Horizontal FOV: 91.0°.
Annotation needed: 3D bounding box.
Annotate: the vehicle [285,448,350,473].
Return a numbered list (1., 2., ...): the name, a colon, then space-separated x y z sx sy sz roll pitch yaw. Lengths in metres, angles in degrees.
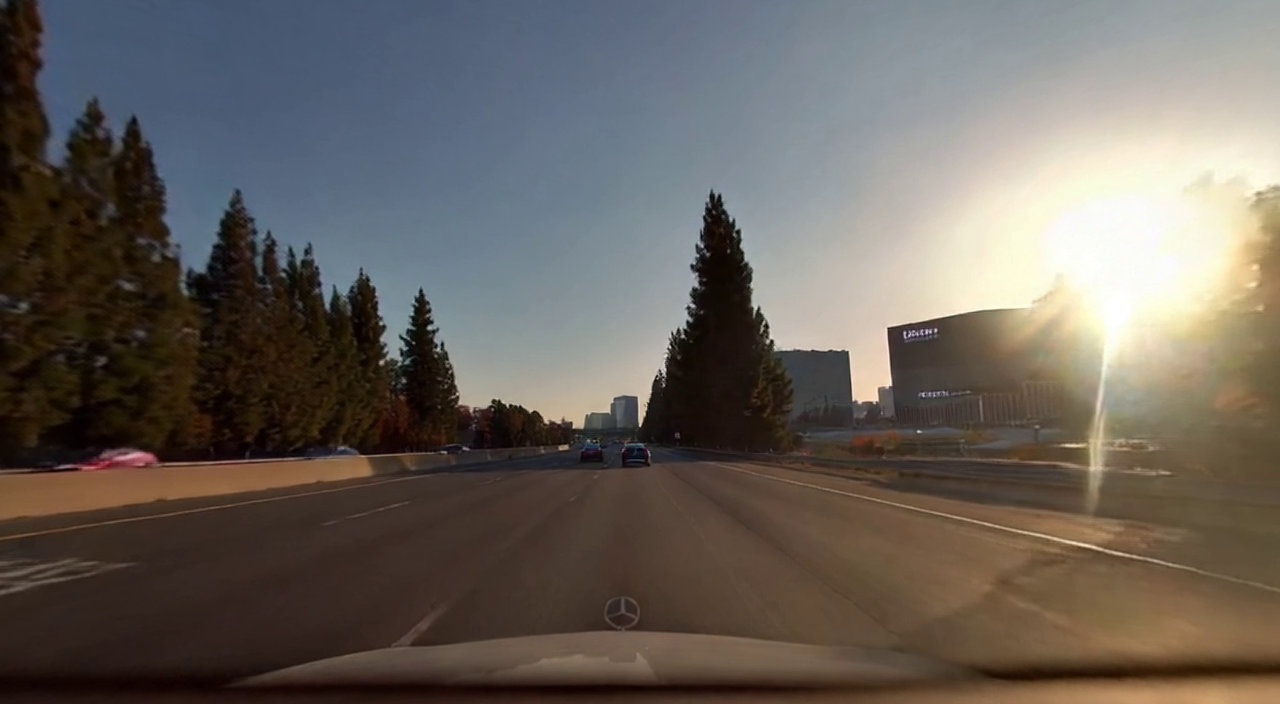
1. vehicle: -22.759 7.667 44.646 2.030 1.605 4.975 0 -8 0

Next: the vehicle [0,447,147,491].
1. vehicle: -26.508 5.398 29.636 2.029 1.816 5.563 0 -8 0

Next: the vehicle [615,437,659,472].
1. vehicle: -0.190 5.764 35.547 2.302 1.810 4.707 0 -8 -1
